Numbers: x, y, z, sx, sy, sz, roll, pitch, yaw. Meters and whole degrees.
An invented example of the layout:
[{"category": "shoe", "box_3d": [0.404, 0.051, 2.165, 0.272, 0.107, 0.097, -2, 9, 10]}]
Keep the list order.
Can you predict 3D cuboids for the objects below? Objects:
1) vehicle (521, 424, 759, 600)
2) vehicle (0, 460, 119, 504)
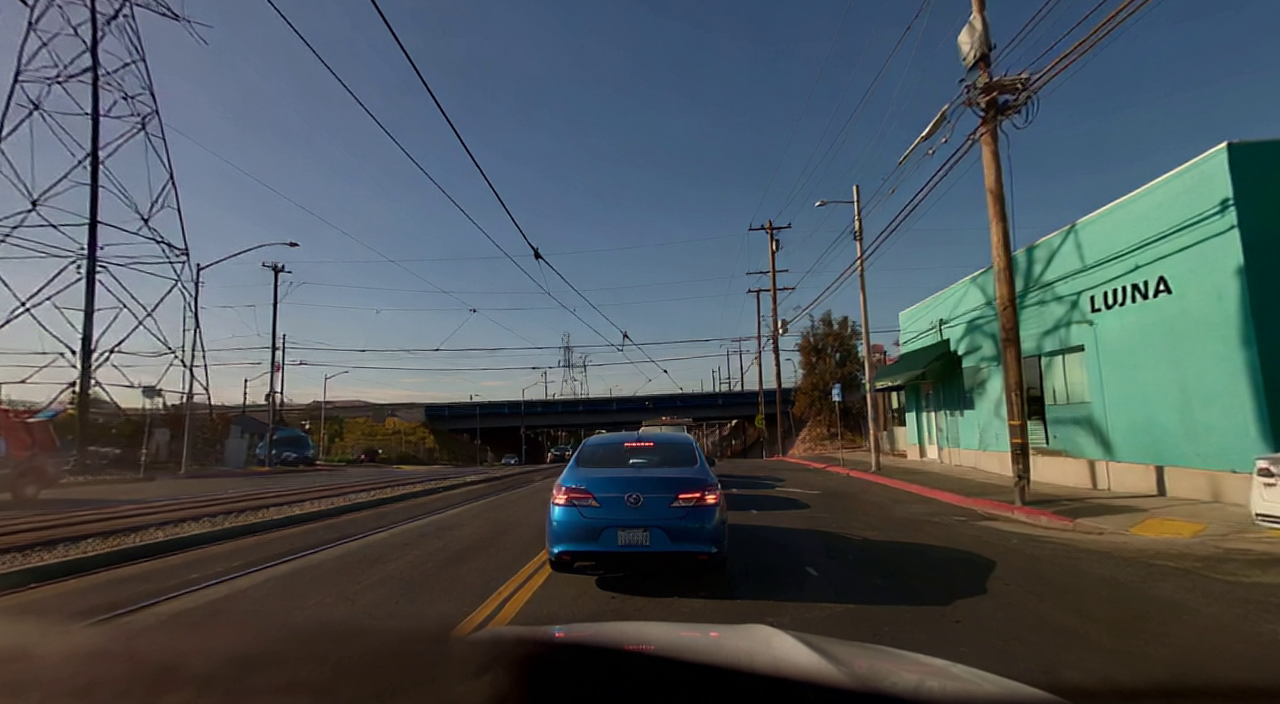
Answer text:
[{"category": "vehicle", "box_3d": [0.086, 1.714, 7.613, 2.090, 1.518, 4.033, -1, -9, 3]}, {"category": "vehicle", "box_3d": [-21.944, 4.678, 22.828, 4.566, 1.453, 1.935, -1, -9, 5]}]
